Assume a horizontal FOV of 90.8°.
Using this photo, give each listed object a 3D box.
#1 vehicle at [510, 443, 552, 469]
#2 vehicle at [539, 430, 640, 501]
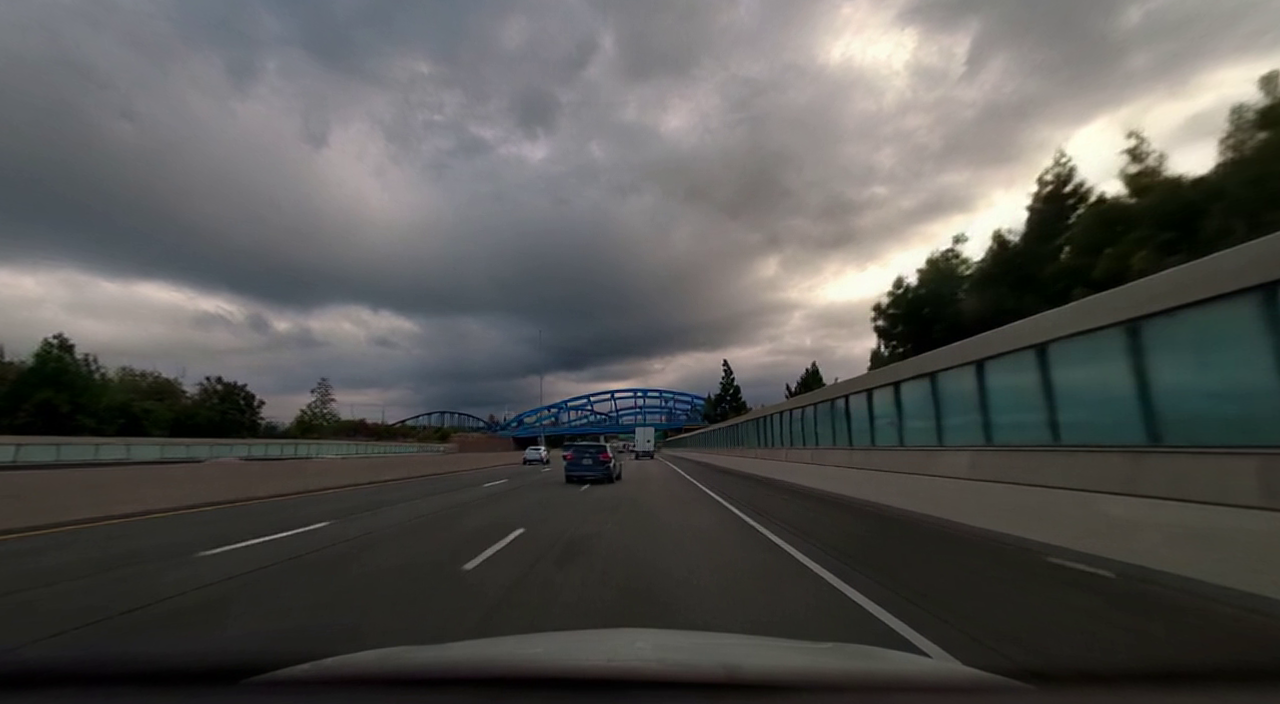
[{"bbox_3d":[-7.296,7.036,42.772,2.024,1.605,4.499,0,-9,0],"label":"vehicle"},{"bbox_3d":[-1.264,3.166,17.925,2.299,1.716,4.579,-1,-9,2],"label":"vehicle"}]
